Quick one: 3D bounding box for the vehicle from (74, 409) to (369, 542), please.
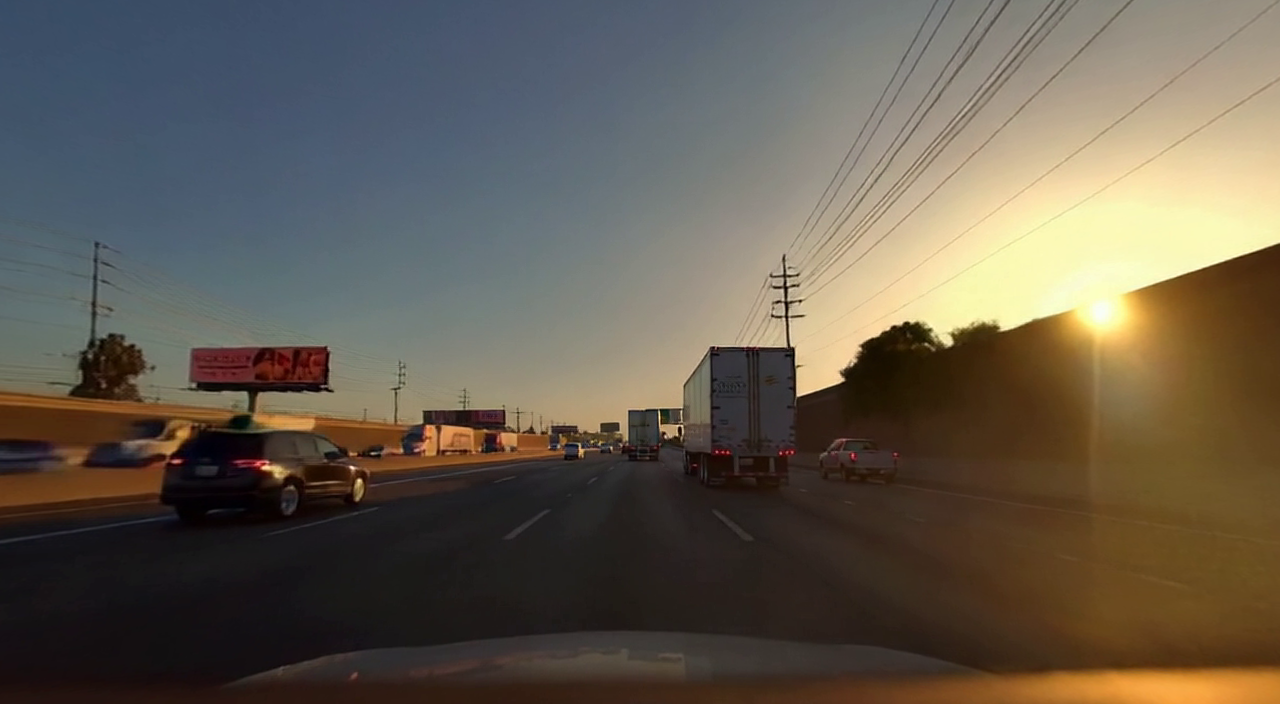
[{"bbox_3d":[-6.894,2.095,11.300,2.004,1.846,4.739,0,-9,0],"label":"vehicle"}]

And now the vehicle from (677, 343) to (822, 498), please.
[{"bbox_3d":[3.420,3.076,25.295,2.892,4.152,16.575,0,-9,0],"label":"vehicle"}]

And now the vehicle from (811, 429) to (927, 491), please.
[{"bbox_3d":[7.553,3.620,21.469,2.115,1.844,4.522,0,-9,-1],"label":"vehicle"}]
